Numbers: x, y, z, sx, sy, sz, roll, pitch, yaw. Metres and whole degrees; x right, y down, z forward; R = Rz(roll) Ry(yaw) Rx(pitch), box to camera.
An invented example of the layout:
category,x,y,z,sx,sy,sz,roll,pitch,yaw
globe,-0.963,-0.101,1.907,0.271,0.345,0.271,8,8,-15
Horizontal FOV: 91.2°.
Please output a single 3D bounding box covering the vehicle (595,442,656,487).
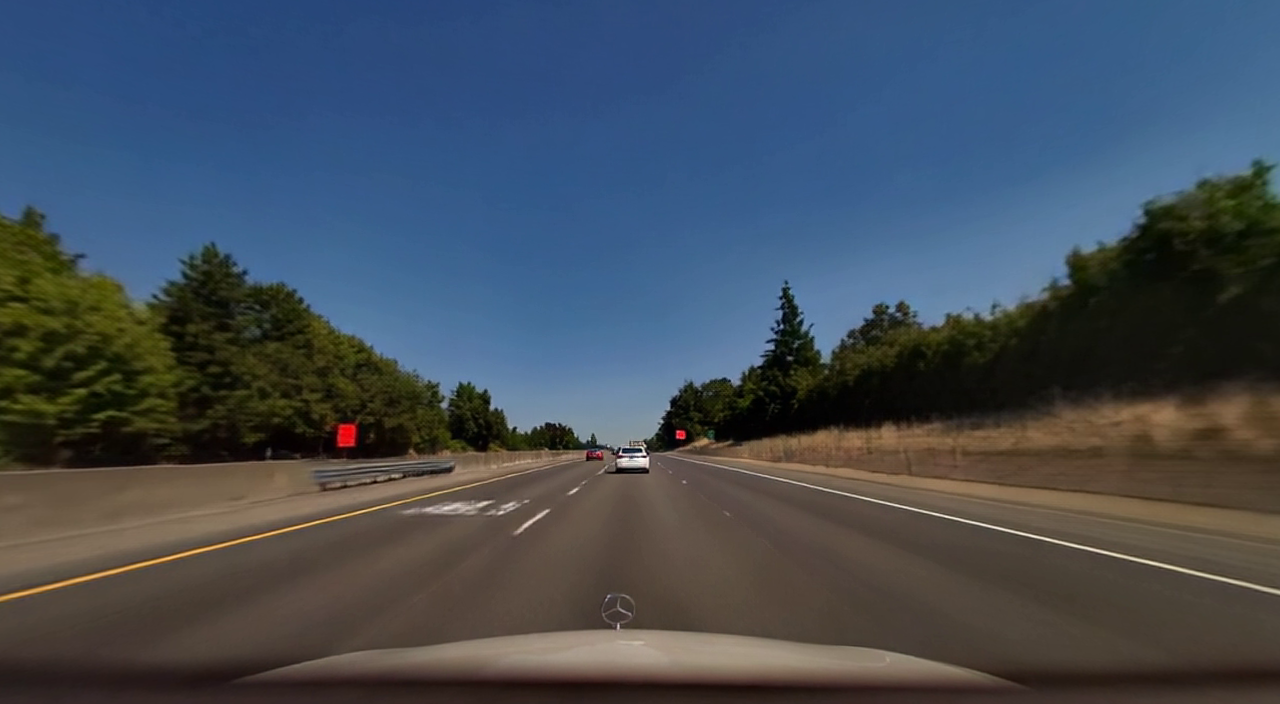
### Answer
category,x,y,z,sx,sy,sz,roll,pitch,yaw
vehicle,-0.524,4.156,23.456,2.066,1.490,3.759,0,-9,-1
